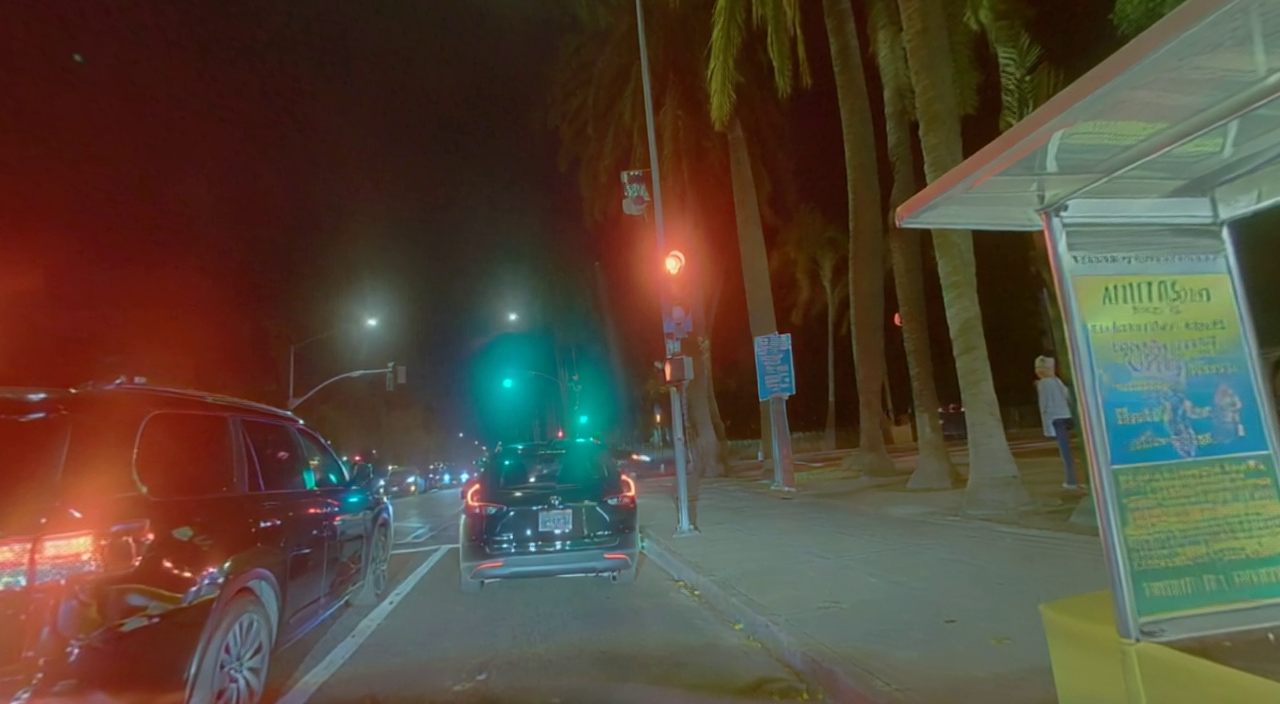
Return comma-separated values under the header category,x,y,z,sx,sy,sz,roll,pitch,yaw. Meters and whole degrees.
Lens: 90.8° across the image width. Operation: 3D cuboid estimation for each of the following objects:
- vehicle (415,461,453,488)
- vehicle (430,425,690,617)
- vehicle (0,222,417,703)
category,x,y,z,sx,sy,sz,roll,pitch,yaw
vehicle,-14.616,8.677,44.975,1.964,1.642,4.085,1,-9,-9
vehicle,-1.017,1.650,7.231,2.065,1.467,4.289,2,-9,-11
vehicle,-2.767,0.910,3.214,2.098,1.851,4.571,1,-9,-7
